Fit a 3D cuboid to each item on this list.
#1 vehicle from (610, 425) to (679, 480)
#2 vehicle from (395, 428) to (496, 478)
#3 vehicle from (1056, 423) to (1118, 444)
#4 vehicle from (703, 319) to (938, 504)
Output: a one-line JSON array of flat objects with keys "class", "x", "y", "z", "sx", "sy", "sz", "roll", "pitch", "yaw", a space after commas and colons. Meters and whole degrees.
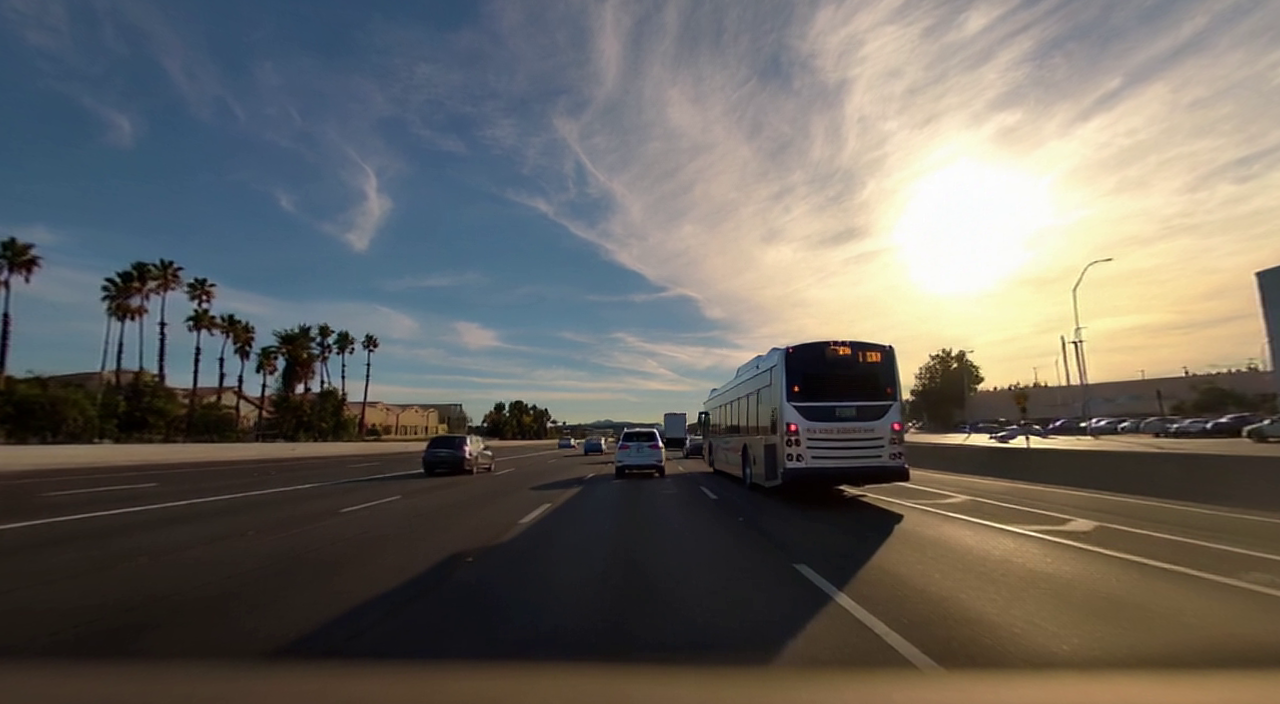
[{"class": "vehicle", "x": 0.167, "y": 3.606, "z": 22.759, "sx": 2.268, "sy": 1.796, "sz": 4.280, "roll": 0, "pitch": -8, "yaw": 0}, {"class": "vehicle", "x": -7.377, "y": 3.915, "z": 24.508, "sx": 2.291, "sy": 1.729, "sz": 4.879, "roll": 0, "pitch": -8, "yaw": 1}, {"class": "vehicle", "x": 32.450, "y": 5.978, "z": 45.812, "sx": 1.795, "sy": 1.481, "sz": 3.986, "roll": -1, "pitch": -9, "yaw": 5}, {"class": "vehicle", "x": 4.194, "y": 2.184, "z": 19.402, "sx": 3.020, "sy": 3.622, "sz": 14.302, "roll": 0, "pitch": -8, "yaw": 0}]
